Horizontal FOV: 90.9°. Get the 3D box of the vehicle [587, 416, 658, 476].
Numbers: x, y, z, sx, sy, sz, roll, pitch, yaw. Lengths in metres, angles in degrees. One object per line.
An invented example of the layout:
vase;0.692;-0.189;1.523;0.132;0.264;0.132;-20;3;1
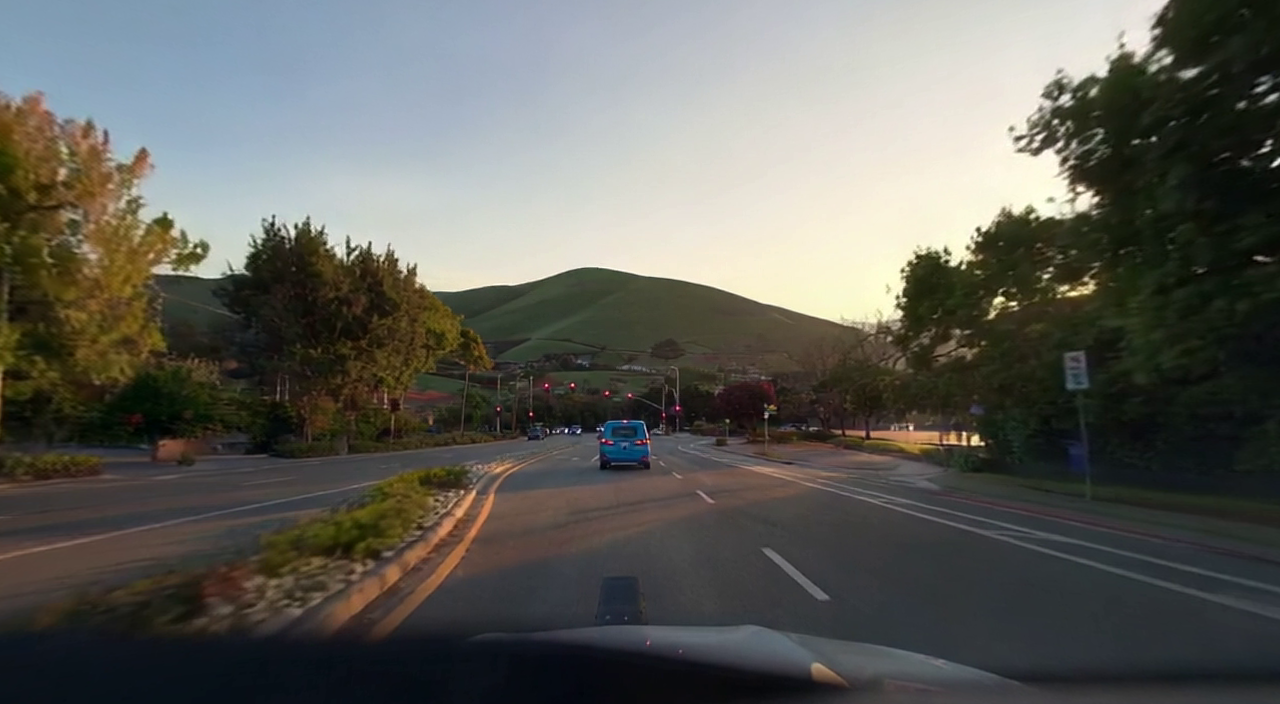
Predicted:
vehicle;-0.599;3.208;21.508;2.185;1.822;4.391;0;-8;-2
